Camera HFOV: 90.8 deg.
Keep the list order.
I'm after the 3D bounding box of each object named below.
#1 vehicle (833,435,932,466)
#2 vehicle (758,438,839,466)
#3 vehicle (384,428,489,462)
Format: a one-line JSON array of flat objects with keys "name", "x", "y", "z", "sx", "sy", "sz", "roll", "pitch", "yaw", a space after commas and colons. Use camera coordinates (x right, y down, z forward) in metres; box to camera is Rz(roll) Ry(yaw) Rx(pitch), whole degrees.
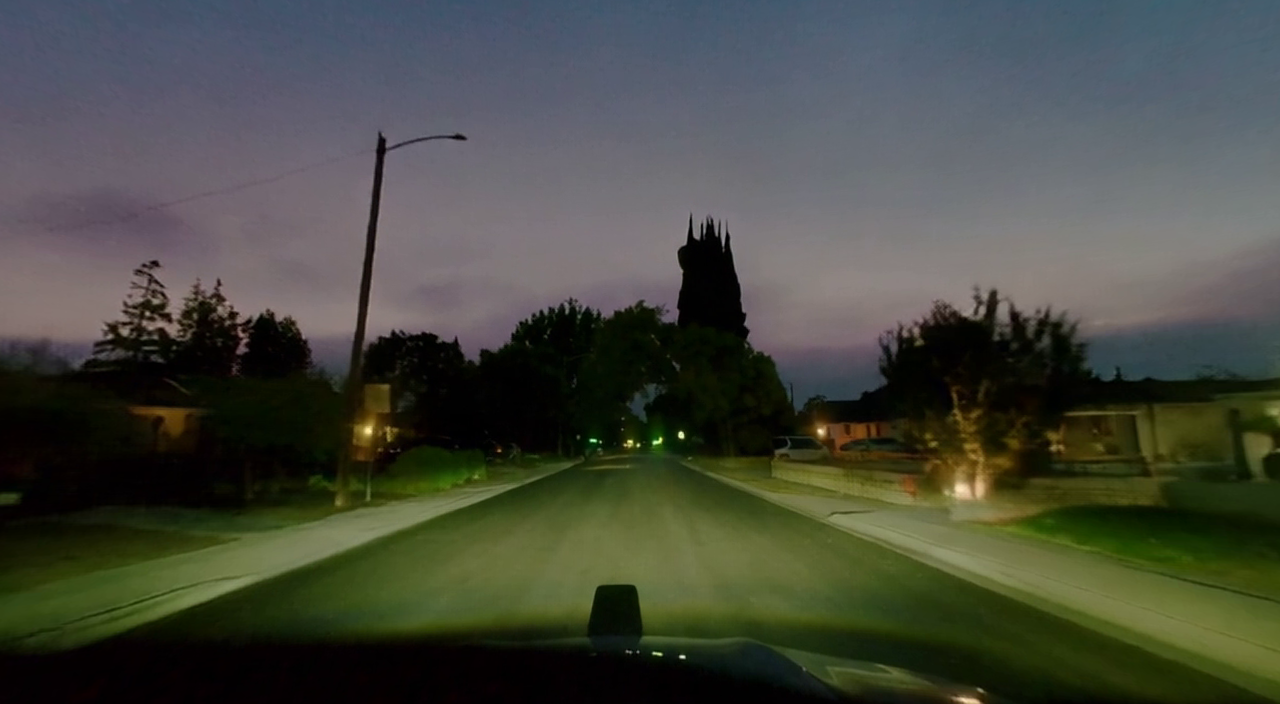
[{"name": "vehicle", "x": 15.451, "y": 6.283, "z": 40.463, "sx": 5.395, "sy": 1.917, "sz": 2.153, "roll": 0, "pitch": -9, "yaw": -1}, {"name": "vehicle", "x": 9.965, "y": 6.359, "z": 40.076, "sx": 4.582, "sy": 1.719, "sz": 1.947, "roll": 0, "pitch": -8, "yaw": 0}, {"name": "vehicle", "x": -12.347, "y": 5.722, "z": 38.668, "sx": 5.618, "sy": 1.997, "sz": 2.201, "roll": 0, "pitch": -9, "yaw": -1}]
